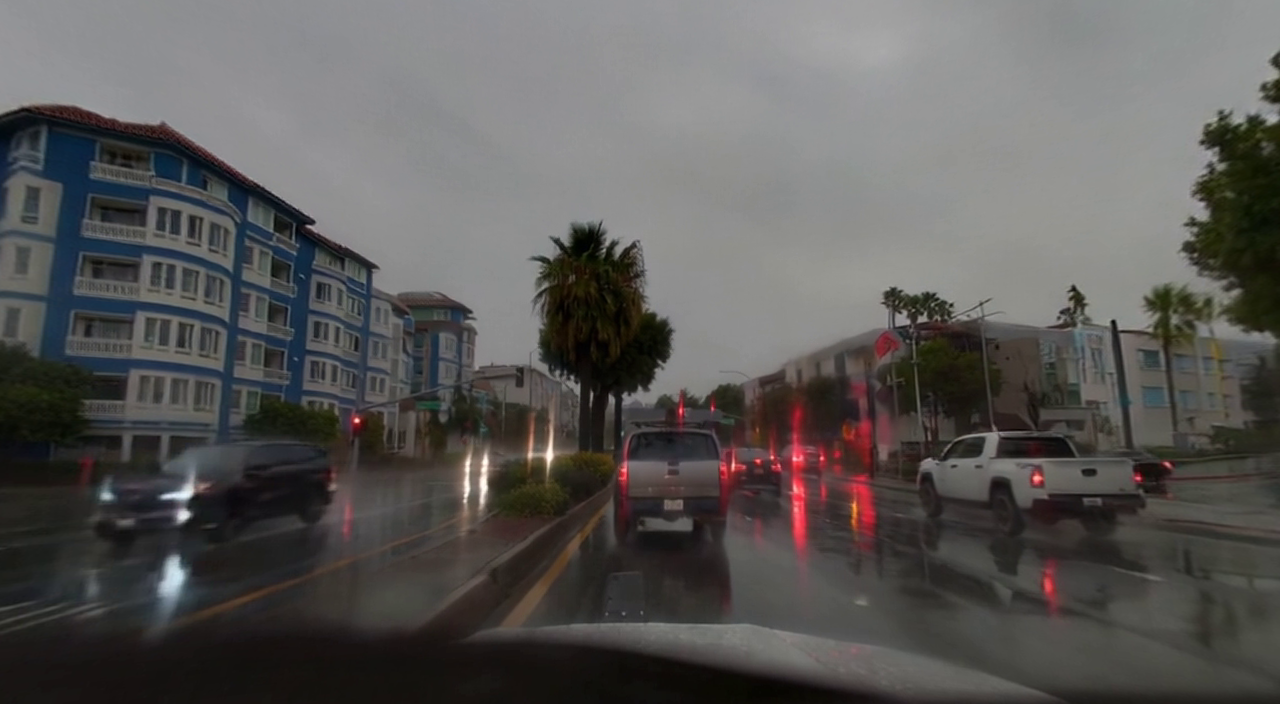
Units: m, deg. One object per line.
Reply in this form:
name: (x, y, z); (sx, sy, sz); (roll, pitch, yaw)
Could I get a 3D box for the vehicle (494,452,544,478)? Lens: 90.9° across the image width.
vehicle: (-7.555, 7.101, 39.803); (2.061, 1.496, 4.600); (-1, -9, 3)

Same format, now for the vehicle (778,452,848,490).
vehicle: (7.698, 5.336, 28.564); (1.958, 1.523, 4.553); (0, -9, 1)

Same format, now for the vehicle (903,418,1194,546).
vehicle: (7.514, 2.441, 12.599); (2.215, 1.973, 5.323); (0, -9, 0)

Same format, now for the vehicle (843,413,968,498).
vehicle: (10.804, 4.110, 26.352); (2.663, 3.061, 5.602); (-1, -5, 0)

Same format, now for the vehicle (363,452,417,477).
vehicle: (-18.102, 8.161, 45.925); (1.972, 1.694, 4.466); (0, -9, 1)

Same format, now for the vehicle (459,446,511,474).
vehicle: (-10.927, 7.668, 44.908); (2.272, 1.837, 4.892); (-1, -9, 2)

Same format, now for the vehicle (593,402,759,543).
vehicle: (0.598, 2.236, 12.334); (2.487, 2.115, 5.444); (0, -9, 1)

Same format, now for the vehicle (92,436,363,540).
vehicle: (-8.037, 2.663, 13.095); (2.268, 1.733, 4.821); (0, -9, 1)
